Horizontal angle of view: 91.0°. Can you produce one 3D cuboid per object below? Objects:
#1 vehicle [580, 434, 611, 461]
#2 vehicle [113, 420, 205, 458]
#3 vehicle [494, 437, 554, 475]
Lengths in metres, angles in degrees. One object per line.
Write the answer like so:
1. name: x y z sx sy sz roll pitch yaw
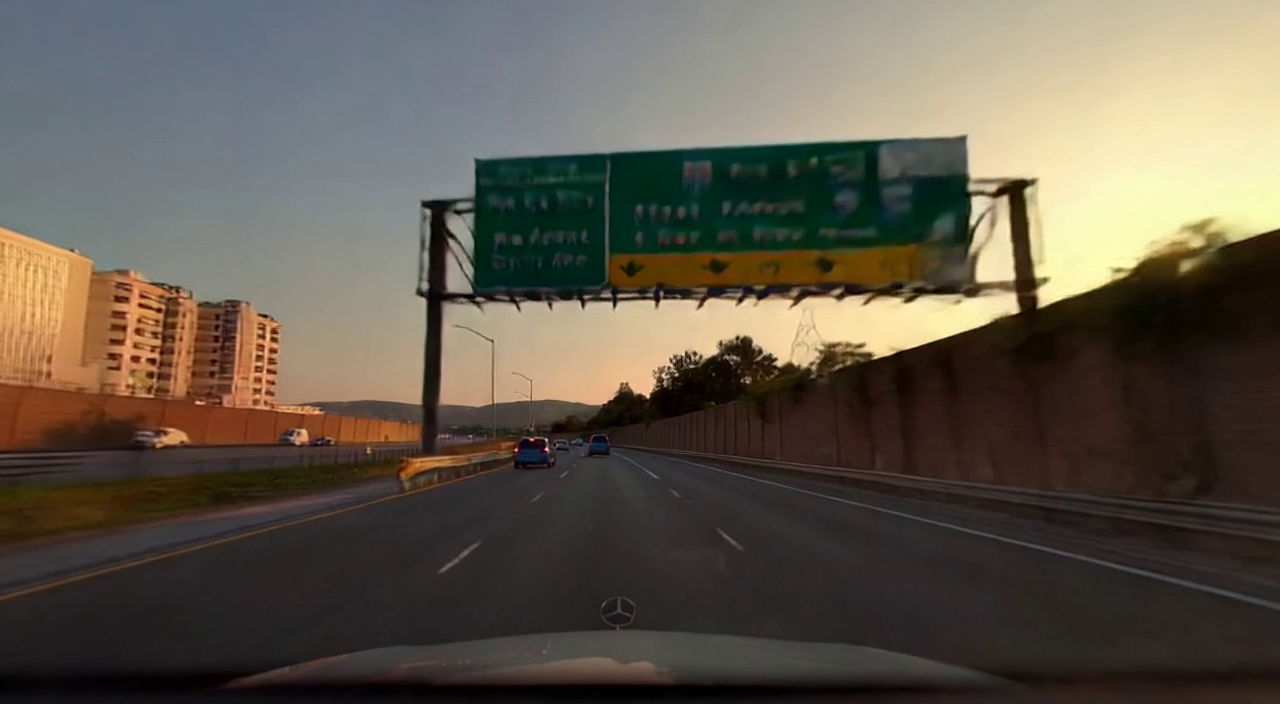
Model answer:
1. vehicle: -3.299 7.177 47.324 2.260 1.901 4.665 0 -8 -3
2. vehicle: -30.933 5.622 40.739 2.173 2.174 5.446 4 -8 -8
3. vehicle: -5.114 4.626 28.221 2.045 1.547 4.162 0 -8 -2
